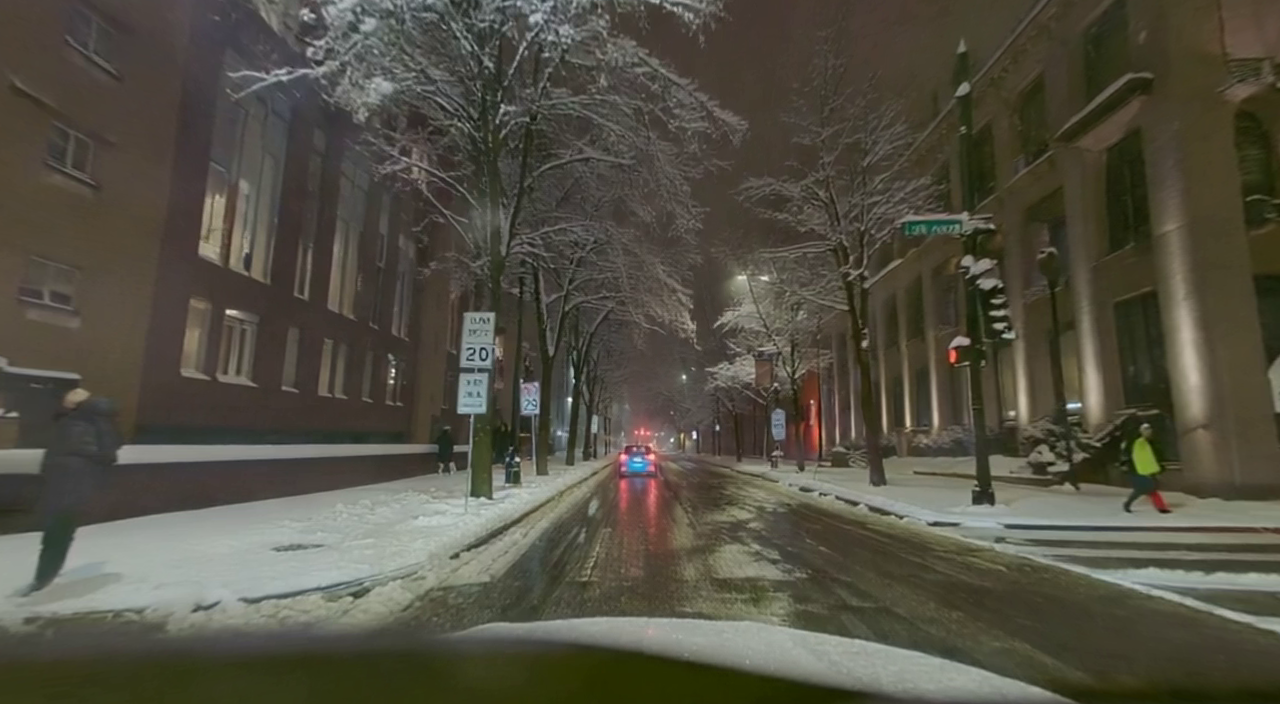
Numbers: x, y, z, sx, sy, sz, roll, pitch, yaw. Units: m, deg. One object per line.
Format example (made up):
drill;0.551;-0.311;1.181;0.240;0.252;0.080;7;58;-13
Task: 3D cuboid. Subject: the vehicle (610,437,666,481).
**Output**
vehicle;-0.090;4.251;25.281;2.079;1.621;3.861;0;-8;-1
